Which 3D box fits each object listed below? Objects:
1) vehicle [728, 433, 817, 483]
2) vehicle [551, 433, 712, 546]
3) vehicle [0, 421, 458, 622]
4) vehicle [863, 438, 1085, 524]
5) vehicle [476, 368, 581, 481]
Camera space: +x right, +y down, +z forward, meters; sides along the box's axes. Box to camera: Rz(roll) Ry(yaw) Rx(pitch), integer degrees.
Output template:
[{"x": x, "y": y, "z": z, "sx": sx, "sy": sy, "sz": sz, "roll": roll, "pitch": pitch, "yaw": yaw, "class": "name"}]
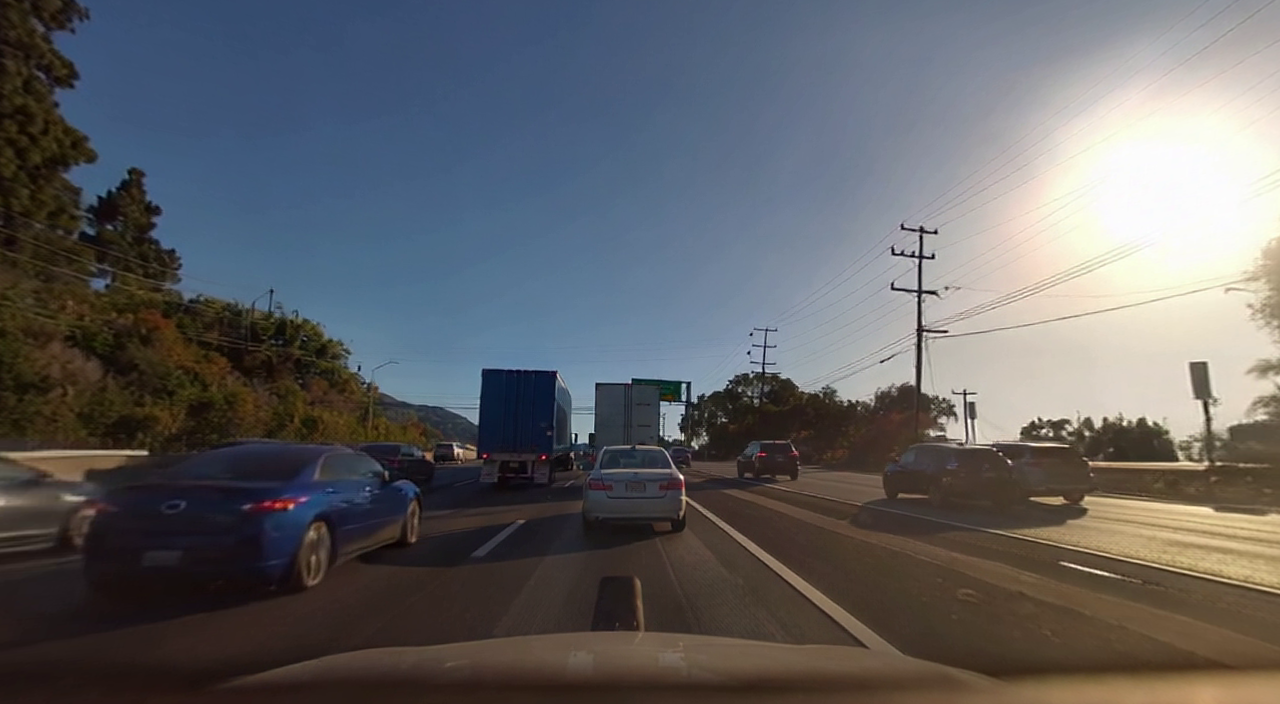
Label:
[{"x": 4.801, "y": 3.930, "z": 23.584, "sx": 2.023, "sy": 1.676, "sz": 4.002, "roll": 1, "pitch": -9, "yaw": -7, "class": "vehicle"}, {"x": -0.208, "y": 2.113, "z": 10.360, "sx": 2.112, "sy": 1.463, "sz": 4.012, "roll": 0, "pitch": -9, "yaw": -3, "class": "vehicle"}, {"x": -3.814, "y": 1.632, "z": 7.207, "sx": 2.090, "sy": 1.463, "sz": 4.968, "roll": 0, "pitch": -9, "yaw": -1, "class": "vehicle"}, {"x": 6.383, "y": 2.489, "z": 12.751, "sx": 1.878, "sy": 1.406, "sz": 4.164, "roll": 1, "pitch": -9, "yaw": -6, "class": "vehicle"}, {"x": -5.079, "y": 4.138, "z": 33.072, "sx": 3.150, "sy": 4.298, "sz": 17.928, "roll": 0, "pitch": -9, "yaw": -3, "class": "vehicle"}]
